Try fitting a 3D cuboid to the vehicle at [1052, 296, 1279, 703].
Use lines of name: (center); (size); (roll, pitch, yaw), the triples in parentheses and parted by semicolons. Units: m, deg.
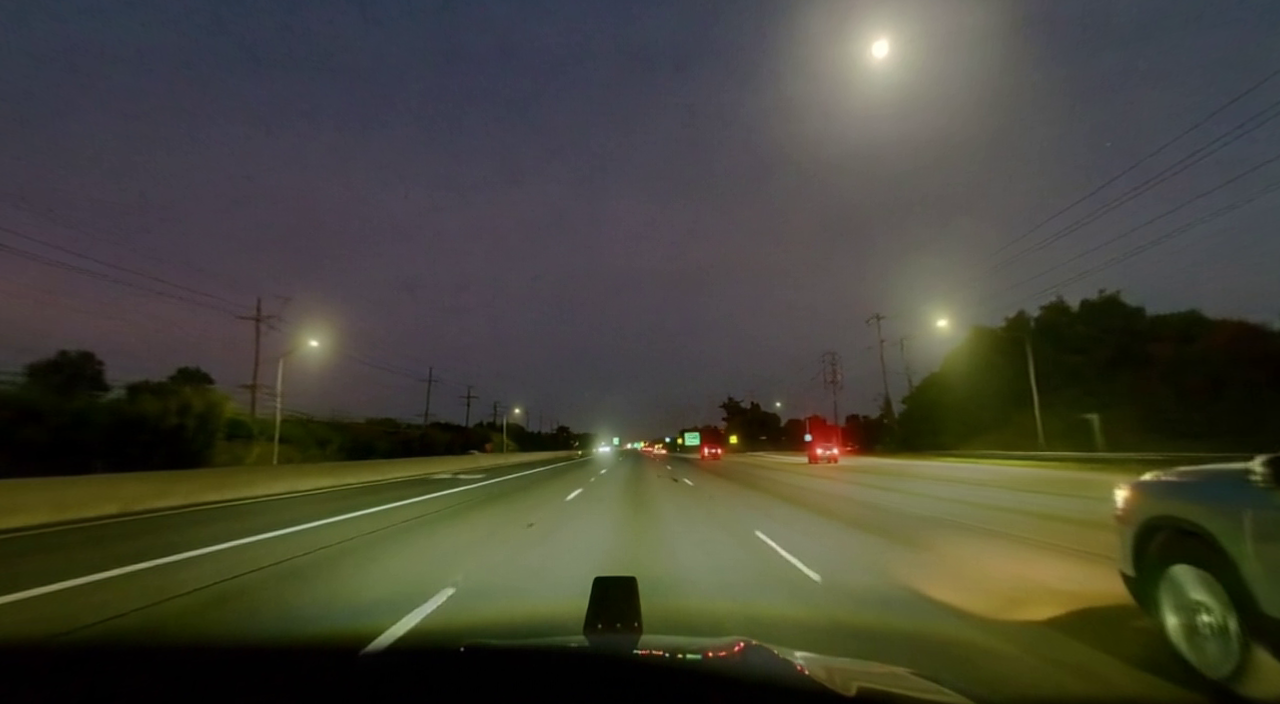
vehicle: (3.564, 0.534, 1.190); (2.207, 1.850, 4.875); (0, -9, 0)
